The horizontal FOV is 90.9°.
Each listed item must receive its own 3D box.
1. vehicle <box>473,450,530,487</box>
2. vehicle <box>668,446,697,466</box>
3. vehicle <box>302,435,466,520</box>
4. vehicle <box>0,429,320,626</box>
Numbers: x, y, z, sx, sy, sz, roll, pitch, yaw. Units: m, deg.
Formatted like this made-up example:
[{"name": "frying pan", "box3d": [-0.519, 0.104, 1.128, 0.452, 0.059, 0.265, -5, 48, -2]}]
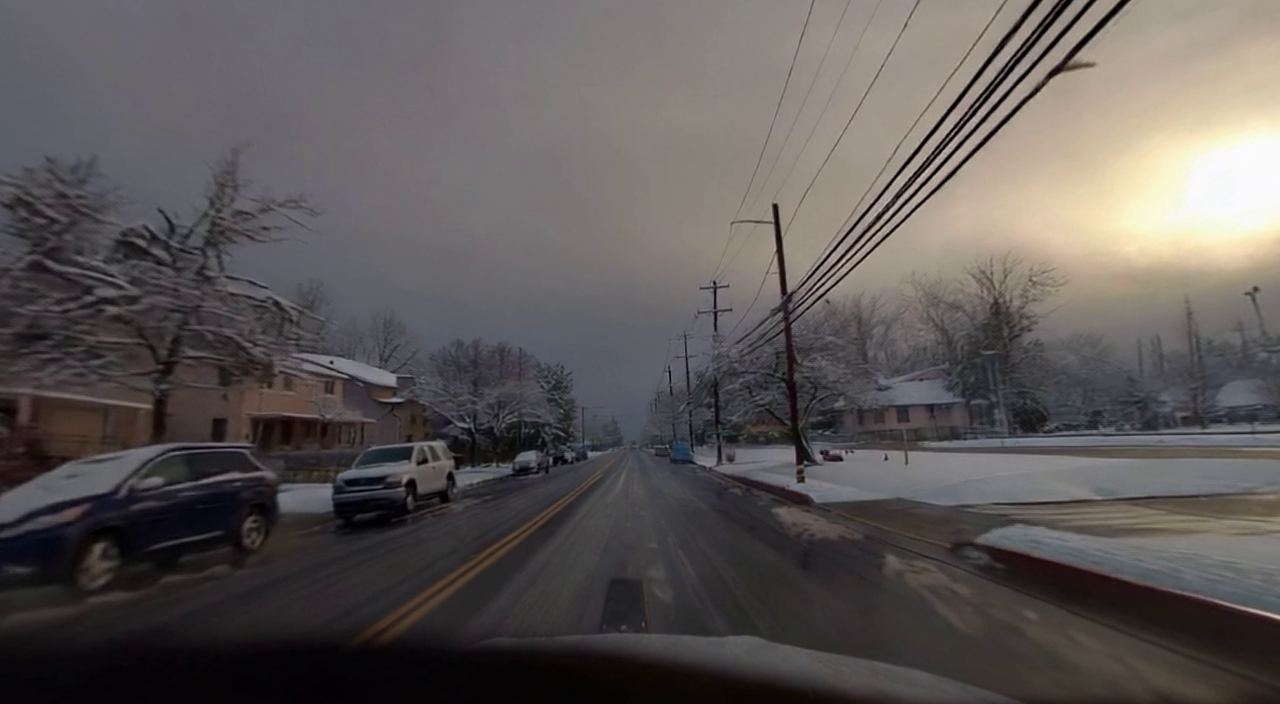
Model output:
[{"name": "vehicle", "box3d": [-7.008, 5.930, 32.380, 1.852, 1.510, 4.812, -3, -7, -1]}, {"name": "vehicle", "box3d": [3.216, 7.934, 48.282, 1.943, 1.469, 4.504, 0, -9, 0]}, {"name": "vehicle", "box3d": [-6.866, 3.374, 17.904, 2.144, 1.955, 6.159, -1, -8, -1]}, {"name": "vehicle", "box3d": [-6.805, 2.047, 8.576, 2.120, 1.799, 5.370, -1, -9, 0]}]
